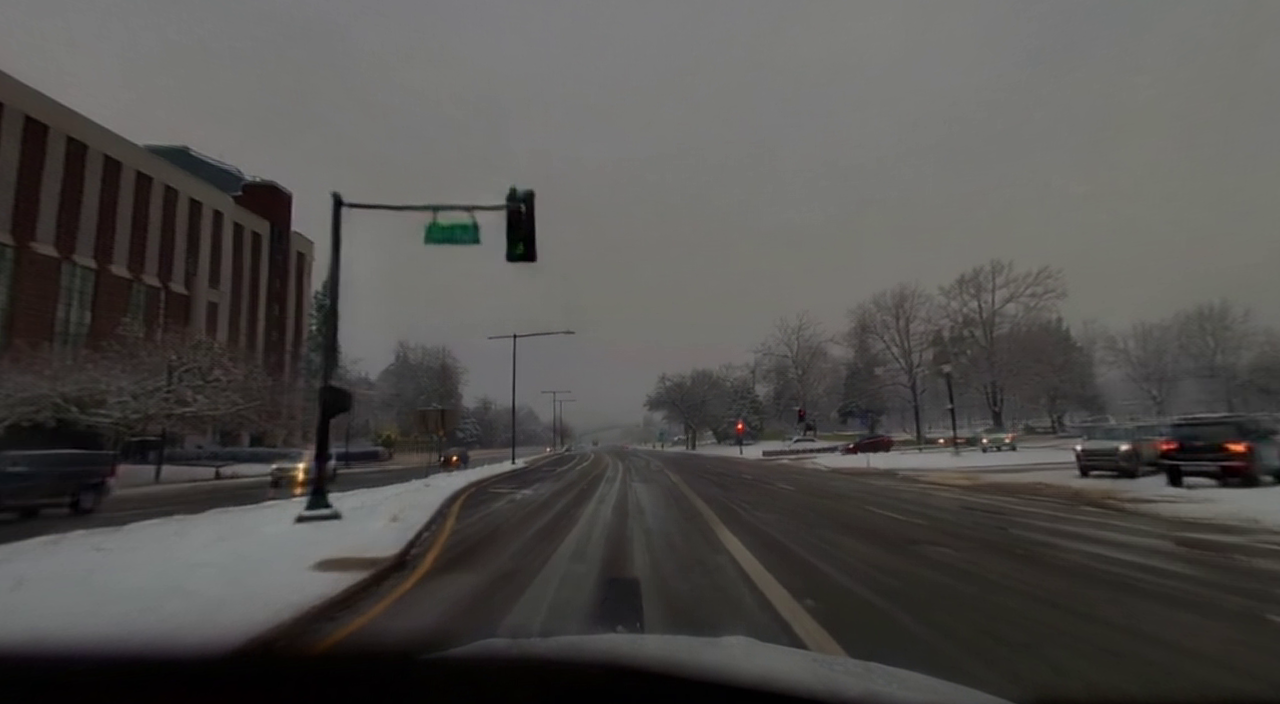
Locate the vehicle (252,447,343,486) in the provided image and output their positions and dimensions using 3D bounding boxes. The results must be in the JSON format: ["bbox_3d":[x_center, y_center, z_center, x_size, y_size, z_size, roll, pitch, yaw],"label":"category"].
[{"bbox_3d":[-18.473,6.159,34.379,2.284,1.801,4.822,-2,-8,0],"label":"vehicle"}]

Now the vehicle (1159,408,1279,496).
[{"bbox_3d":[17.235,2.811,18.243,1.686,2.284,3.164,-1,-7,1],"label":"vehicle"}]

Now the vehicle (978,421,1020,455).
[{"bbox_3d":[25.092,6.060,44.207,1.246,2.287,2.709,-1,-9,2],"label":"vehicle"}]

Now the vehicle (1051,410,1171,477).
[{"bbox_3d":[22.135,4.253,29.648,5.332,2.719,2.336,1,-9,-31],"label":"vehicle"}]

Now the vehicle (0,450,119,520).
[{"bbox_3d":[-18.256,3.824,18.328,2.041,1.826,4.878,-1,-8,1],"label":"vehicle"}]
